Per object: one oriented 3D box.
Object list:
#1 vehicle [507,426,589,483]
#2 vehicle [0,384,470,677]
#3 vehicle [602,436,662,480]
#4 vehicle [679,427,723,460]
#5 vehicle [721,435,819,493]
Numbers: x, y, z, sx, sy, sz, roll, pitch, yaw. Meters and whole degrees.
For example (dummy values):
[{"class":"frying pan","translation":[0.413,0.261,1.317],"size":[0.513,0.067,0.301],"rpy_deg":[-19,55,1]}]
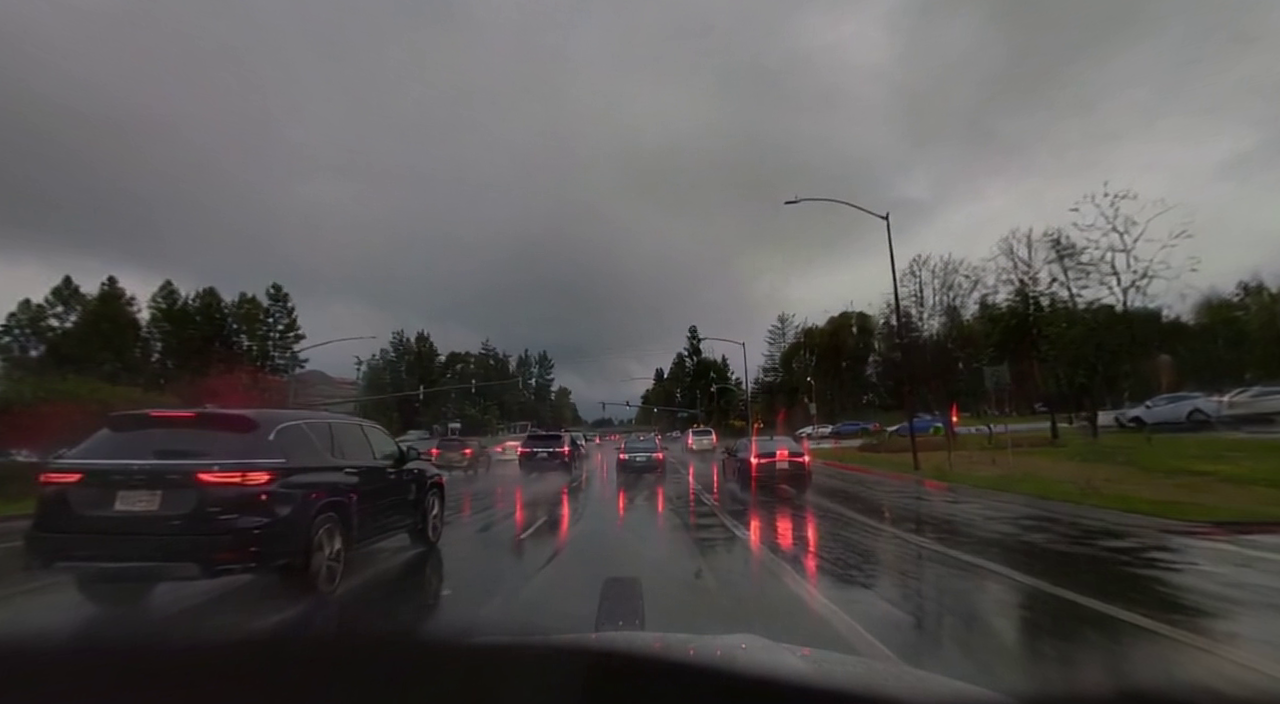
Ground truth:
[{"class":"vehicle","translation":[-3.174,3.682,22.854],"size":[2.218,1.829,4.492],"rpy_deg":[0,-8,1]},{"class":"vehicle","translation":[-3.531,1.455,6.502],"size":[2.111,1.745,5.274],"rpy_deg":[0,-8,0]},{"class":"vehicle","translation":[-0.247,3.910,23.555],"size":[2.030,1.477,4.330],"rpy_deg":[0,-8,0]},{"class":"vehicle","translation":[3.627,5.549,38.389],"size":[2.099,1.845,4.363],"rpy_deg":[0,-8,-1]},{"class":"vehicle","translation":[3.635,3.197,18.443],"size":[1.884,1.463,4.195],"rpy_deg":[0,-8,-1]}]
